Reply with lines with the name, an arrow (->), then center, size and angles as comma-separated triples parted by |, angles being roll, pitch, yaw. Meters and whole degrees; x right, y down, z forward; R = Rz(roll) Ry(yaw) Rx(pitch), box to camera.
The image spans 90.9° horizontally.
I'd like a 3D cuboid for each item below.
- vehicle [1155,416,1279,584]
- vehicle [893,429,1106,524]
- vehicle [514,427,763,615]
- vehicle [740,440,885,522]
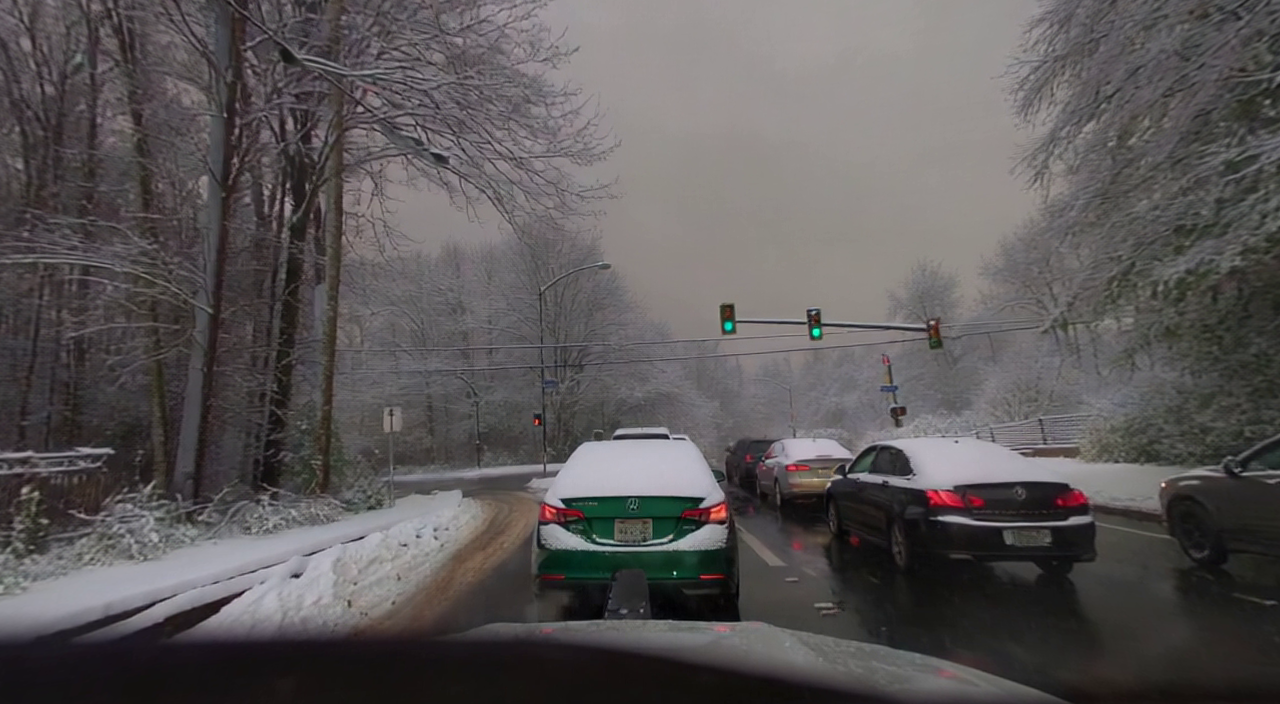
vehicle -> 6.933, 1.339, 5.584 | 1.783, 1.572, 3.421 | 0, -9, 1
vehicle -> 7.018, 2.467, 12.923 | 1.923, 1.611, 4.094 | 0, -9, 0
vehicle -> 0.007, 1.685, 7.135 | 2.015, 1.502, 3.898 | 0, -9, 1
vehicle -> 3.529, 2.725, 13.868 | 1.934, 1.494, 4.446 | 0, -9, 0
